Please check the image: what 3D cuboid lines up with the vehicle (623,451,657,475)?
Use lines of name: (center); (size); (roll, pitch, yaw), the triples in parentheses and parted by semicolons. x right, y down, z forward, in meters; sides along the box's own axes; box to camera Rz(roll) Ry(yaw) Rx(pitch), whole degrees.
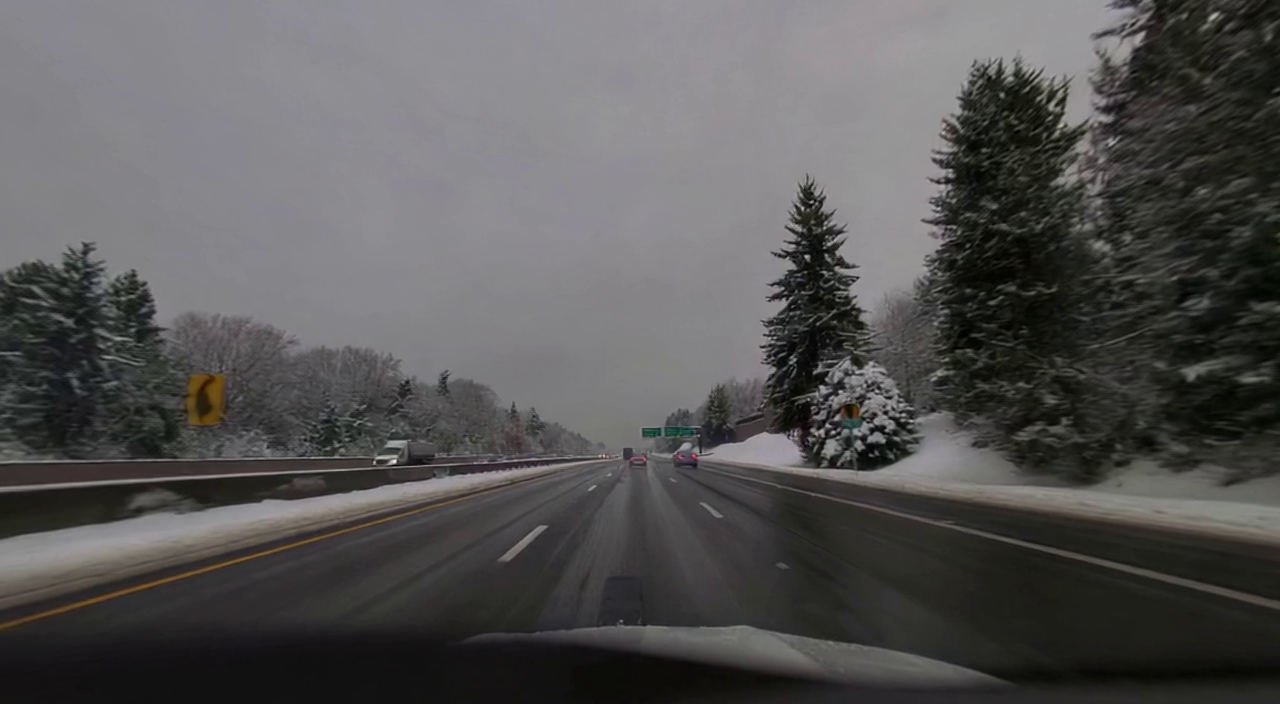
vehicle: (-0.052, 7.045, 40.175); (2.065, 1.400, 4.028); (0, -9, -2)
